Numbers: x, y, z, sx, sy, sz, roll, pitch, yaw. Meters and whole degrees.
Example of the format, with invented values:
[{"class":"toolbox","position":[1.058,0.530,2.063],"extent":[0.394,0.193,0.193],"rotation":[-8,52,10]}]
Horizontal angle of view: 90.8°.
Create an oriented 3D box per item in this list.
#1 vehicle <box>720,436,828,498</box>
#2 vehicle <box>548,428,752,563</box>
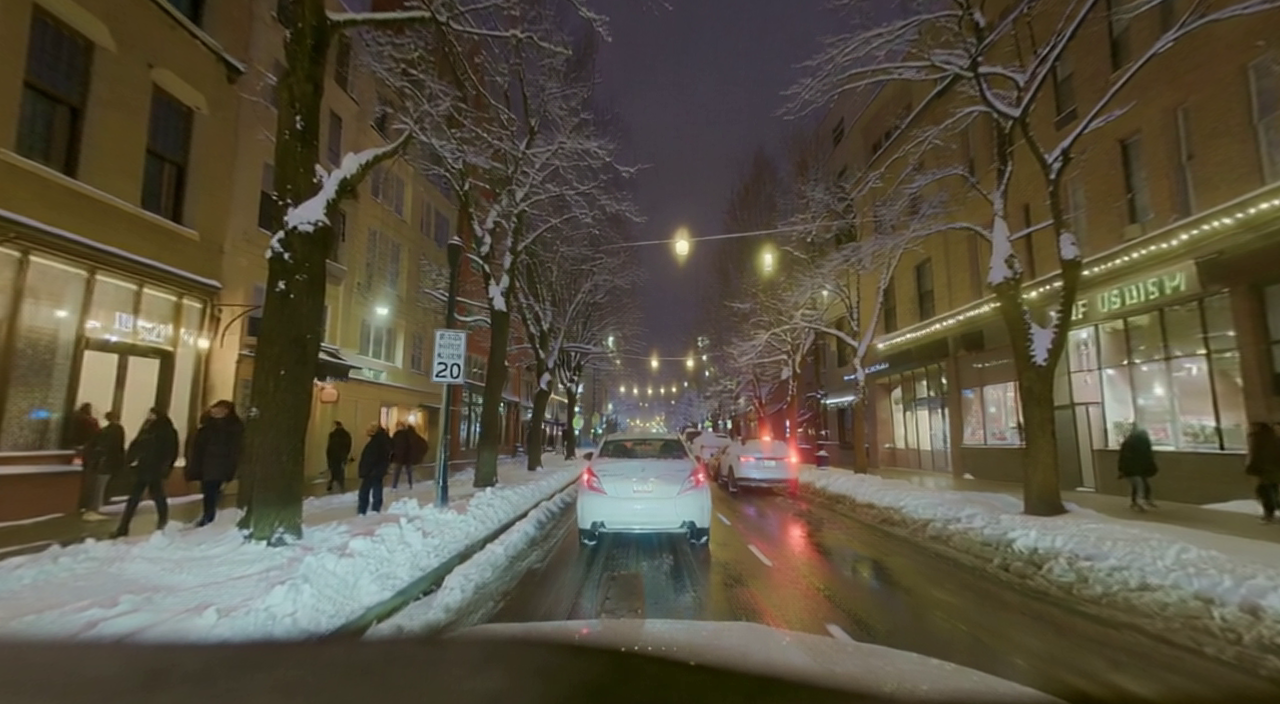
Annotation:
[{"class":"vehicle","position":[3.621,3.188,17.953],"extent":[2.025,1.523,4.426],"rotation":[0,-9,-1]},{"class":"vehicle","position":[0.076,1.903,9.128],"extent":[2.261,1.474,4.130],"rotation":[0,-8,-1]}]
